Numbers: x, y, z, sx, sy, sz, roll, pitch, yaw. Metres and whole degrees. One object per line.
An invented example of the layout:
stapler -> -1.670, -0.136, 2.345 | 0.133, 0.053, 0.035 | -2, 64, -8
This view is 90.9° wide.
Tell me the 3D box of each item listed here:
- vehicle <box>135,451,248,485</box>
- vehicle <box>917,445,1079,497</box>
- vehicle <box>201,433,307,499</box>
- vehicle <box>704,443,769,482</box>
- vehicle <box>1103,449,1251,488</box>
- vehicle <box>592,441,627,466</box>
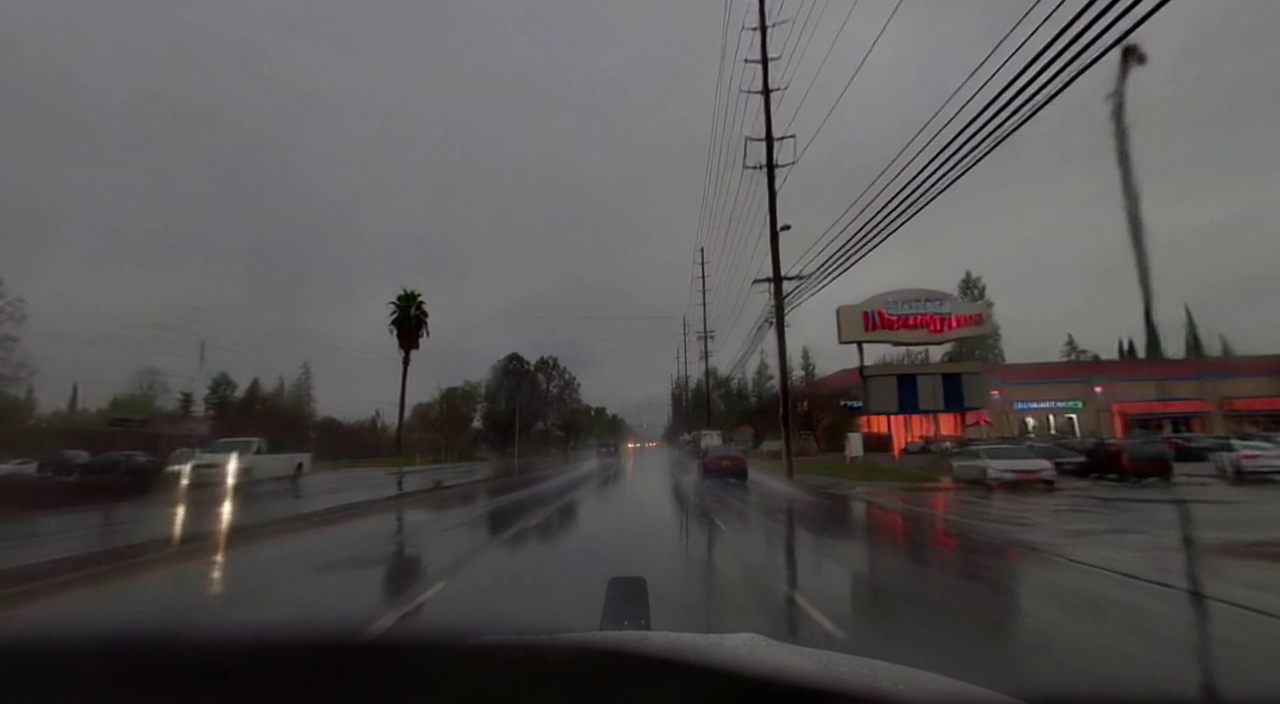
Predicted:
vehicle -> -22.752, 5.847, 32.001 | 4.739, 1.607, 2.045 | -3, -9, 16
vehicle -> 11.533, 3.827, 20.492 | 4.144, 1.540, 1.913 | 1, -7, -5
vehicle -> -12.989, 3.814, 21.624 | 2.358, 1.904, 5.603 | 4, -9, -25
vehicle -> 3.869, 4.494, 25.966 | 1.978, 1.455, 4.195 | 0, -9, 0
vehicle -> 21.571, 4.657, 25.387 | 4.779, 1.429, 1.844 | 2, -9, -11
vehicle -> -2.073, 7.087, 44.144 | 2.047, 1.664, 4.148 | 0, -9, 2
